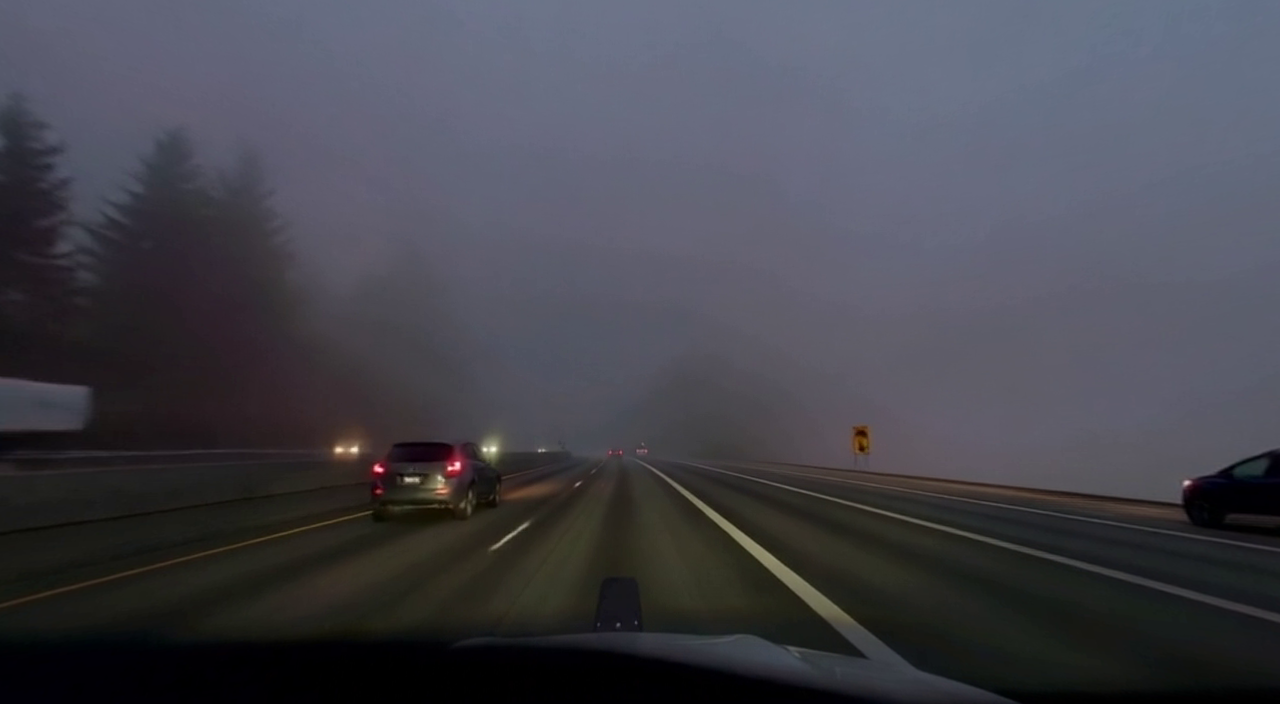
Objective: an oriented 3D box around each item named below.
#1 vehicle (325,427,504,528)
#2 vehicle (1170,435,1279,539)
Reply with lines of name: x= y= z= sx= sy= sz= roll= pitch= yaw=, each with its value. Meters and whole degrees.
vehicle: x=-4.127 y=2.362 z=12.265 sx=2.071 sy=1.615 sz=3.868 roll=0 pitch=-9 yaw=0
vehicle: x=10.038 y=1.890 z=8.748 sx=1.853 sy=1.463 sz=3.780 roll=0 pitch=-9 yaw=-1
